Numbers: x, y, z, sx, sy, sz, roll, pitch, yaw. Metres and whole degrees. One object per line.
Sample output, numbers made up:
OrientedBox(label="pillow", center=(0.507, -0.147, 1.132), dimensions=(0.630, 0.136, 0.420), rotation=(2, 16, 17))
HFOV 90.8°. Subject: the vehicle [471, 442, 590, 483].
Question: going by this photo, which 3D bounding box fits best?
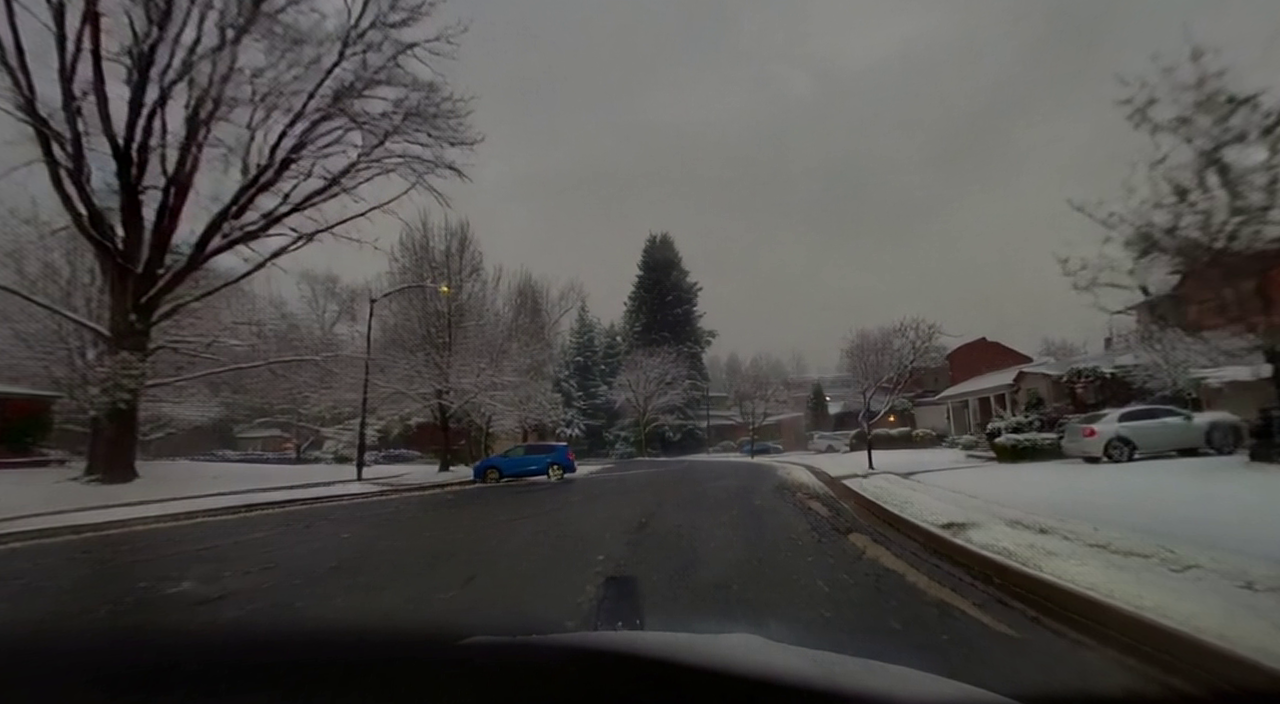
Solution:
OrientedBox(label="vehicle", center=(-4.697, 4.788, 27.517), dimensions=(4.692, 1.660, 1.879), rotation=(-1, -9, 9))
